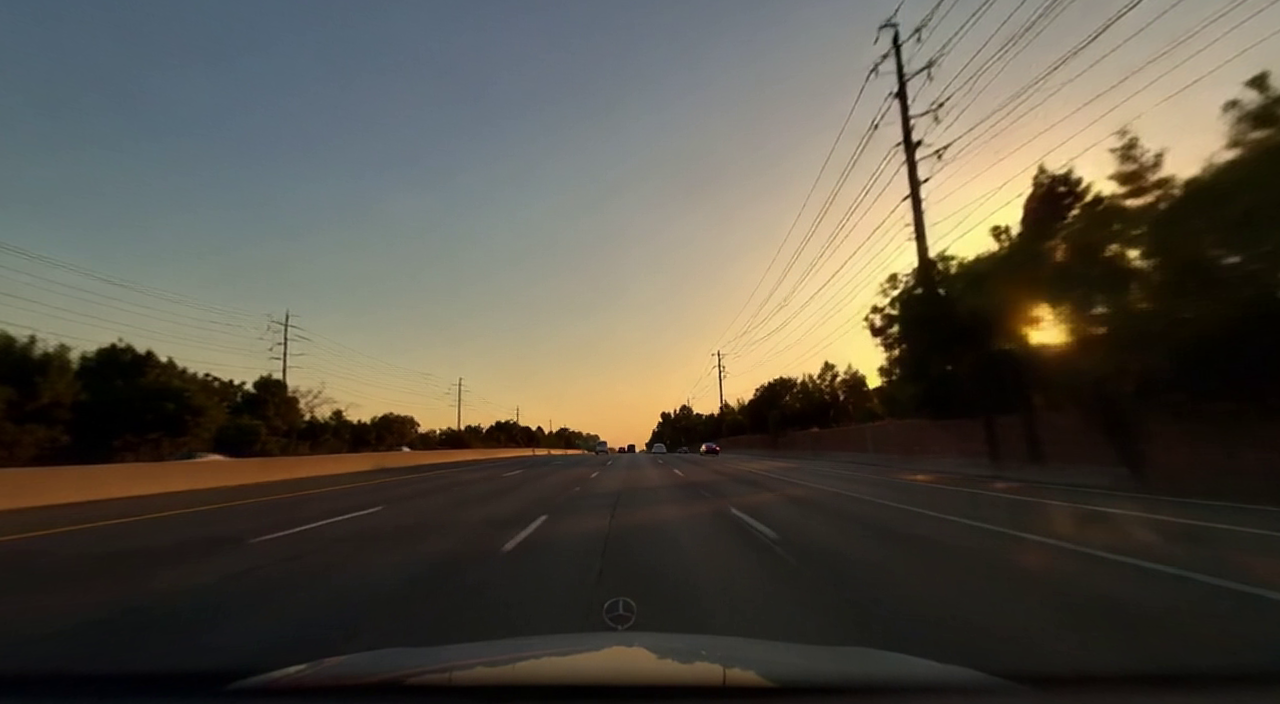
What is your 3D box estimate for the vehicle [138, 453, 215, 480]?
[{"bbox_3d":[-28.420,7.025,38.911,1.755,1.484,3.979,0,-9,-1],"label":"vehicle"}]
